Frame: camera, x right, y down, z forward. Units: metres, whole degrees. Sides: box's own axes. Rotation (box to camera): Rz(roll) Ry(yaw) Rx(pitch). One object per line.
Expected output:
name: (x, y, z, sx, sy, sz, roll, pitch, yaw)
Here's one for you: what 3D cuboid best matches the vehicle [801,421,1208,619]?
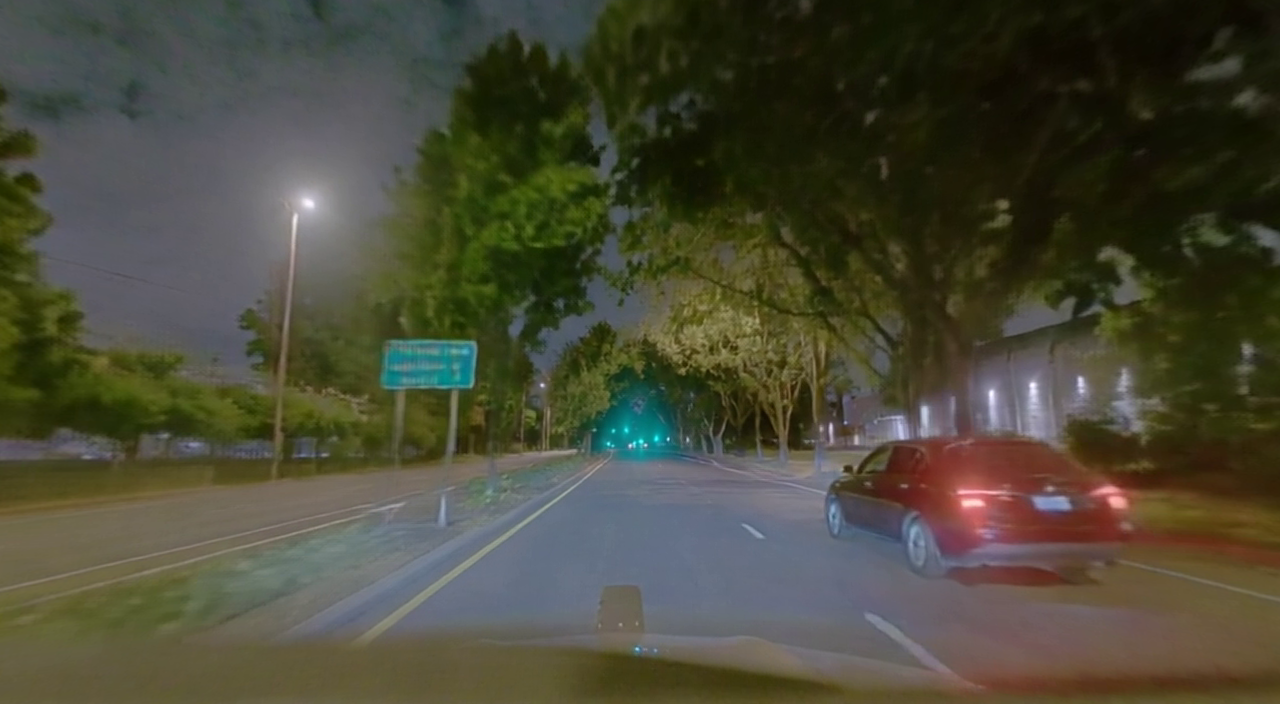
vehicle: (3.418, 1.639, 7.170, 1.985, 1.529, 4.316, 0, -9, -1)
